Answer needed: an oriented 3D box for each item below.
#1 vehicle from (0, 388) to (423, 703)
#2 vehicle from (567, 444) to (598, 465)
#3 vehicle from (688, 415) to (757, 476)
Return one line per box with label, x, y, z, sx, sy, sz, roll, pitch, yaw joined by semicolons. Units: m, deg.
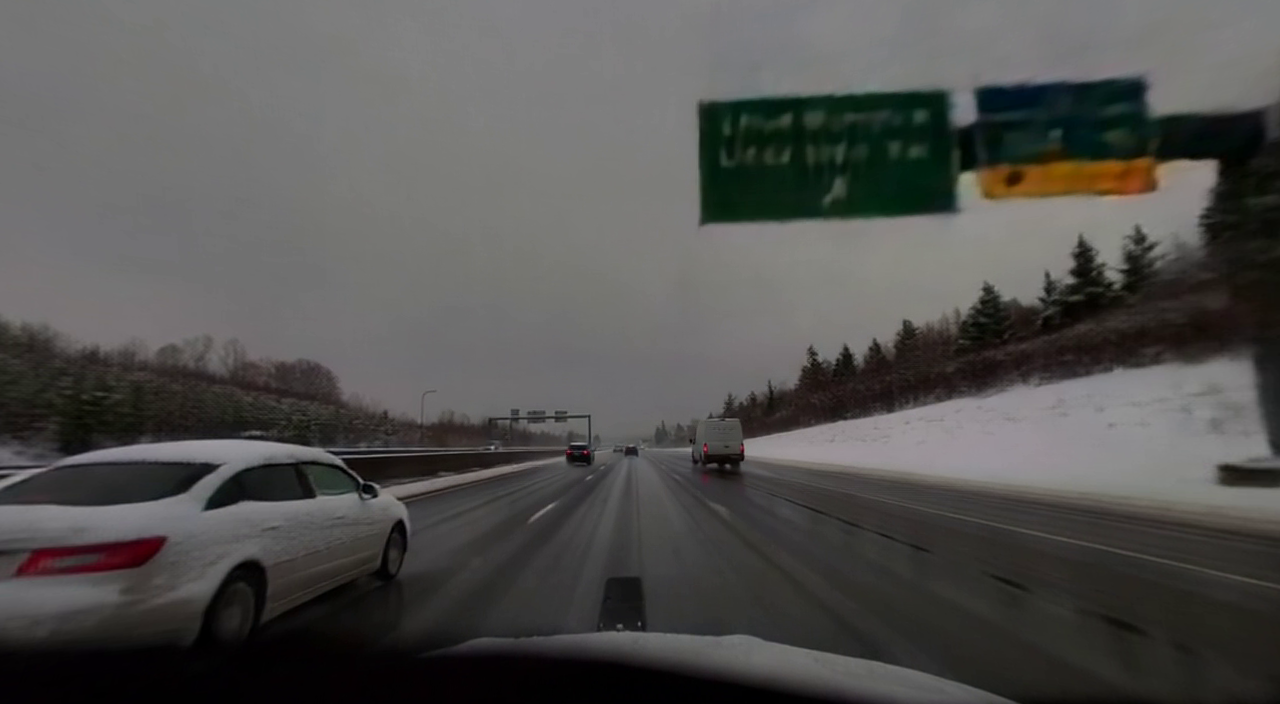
vehicle;-3.341;1.227;4.415;1.939;1.513;4.773;0;-9;0
vehicle;-4.390;7.933;48.754;2.054;1.529;4.368;0;-9;-1
vehicle;3.796;4.479;30.104;2.361;2.636;5.684;0;-9;-1
